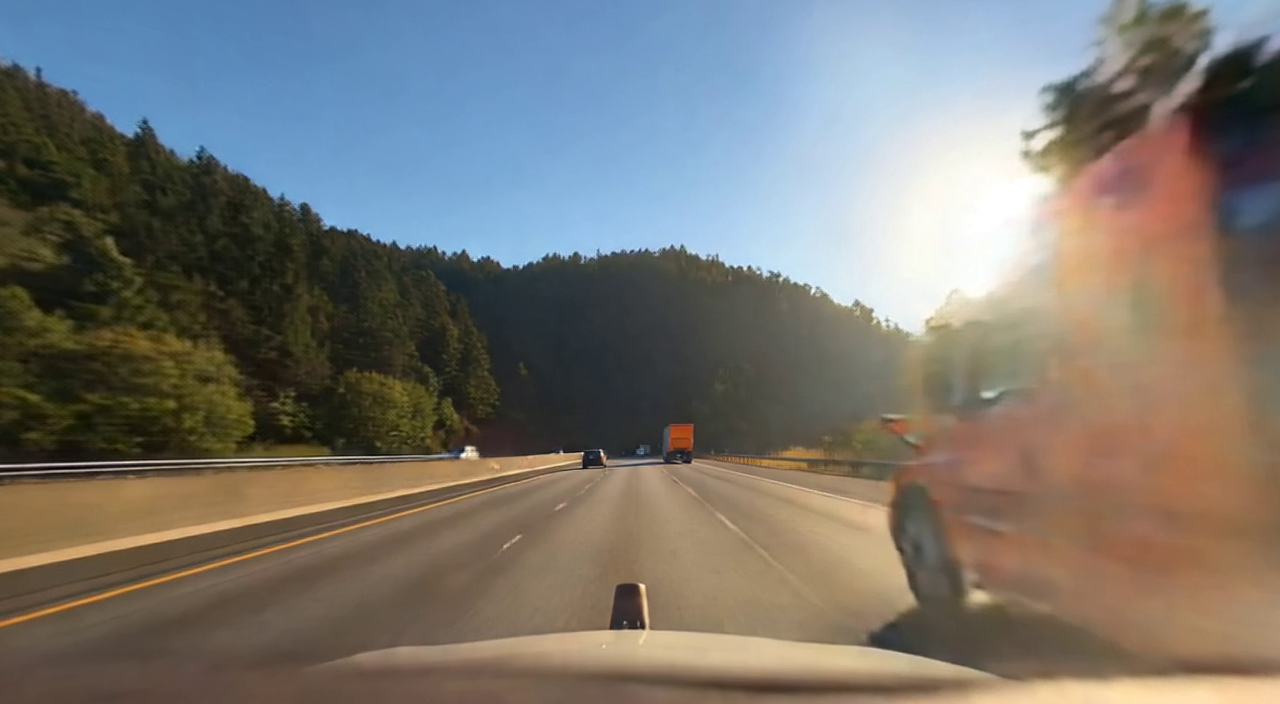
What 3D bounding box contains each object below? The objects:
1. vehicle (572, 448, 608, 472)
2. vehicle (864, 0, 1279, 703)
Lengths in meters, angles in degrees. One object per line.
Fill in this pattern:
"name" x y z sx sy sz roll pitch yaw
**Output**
"vehicle" -3.363 7.385 43.346 2.091 1.522 4.301 0 -9 0
"vehicle" 3.700 -0.393 1.047 3.046 3.762 9.803 0 -9 0
